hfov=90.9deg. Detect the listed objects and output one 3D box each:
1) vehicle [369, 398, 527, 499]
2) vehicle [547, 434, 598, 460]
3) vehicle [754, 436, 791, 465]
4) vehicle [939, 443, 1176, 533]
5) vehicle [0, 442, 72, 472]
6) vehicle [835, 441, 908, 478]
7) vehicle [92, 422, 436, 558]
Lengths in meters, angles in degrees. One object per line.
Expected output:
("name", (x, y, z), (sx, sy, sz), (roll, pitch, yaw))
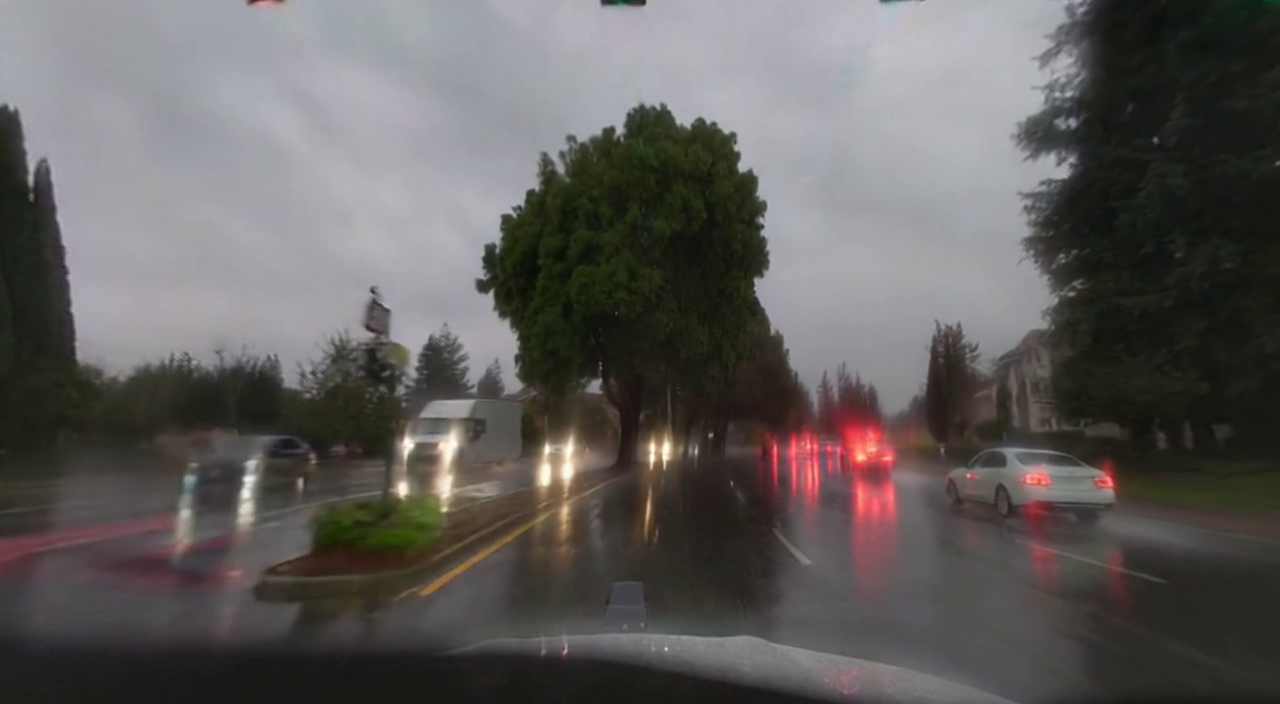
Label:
("vehicle", (-4.724, 2.525, 16.735), (2.334, 2.214, 5.724), (0, -8, 1))
("vehicle", (-4.437, 6.315, 42.040), (2.126, 1.637, 4.509), (-2, -8, 11))
("vehicle", (8.206, 6.091, 39.298), (1.991, 1.684, 4.127), (-1, -8, 9))
("vehicle", (7.675, 2.480, 12.235), (1.783, 1.386, 4.433), (0, -8, 4))
("vehicle", (-31.046, 5.133, 30.831), (1.991, 1.395, 4.360), (-5, -10, 32))
("vehicle", (9.857, 4.593, 27.196), (1.855, 1.444, 4.389), (-1, -8, 6))
("vehicle", (-4.936, 1.811, 9.306), (2.036, 1.476, 4.557), (-1, -7, 4))
